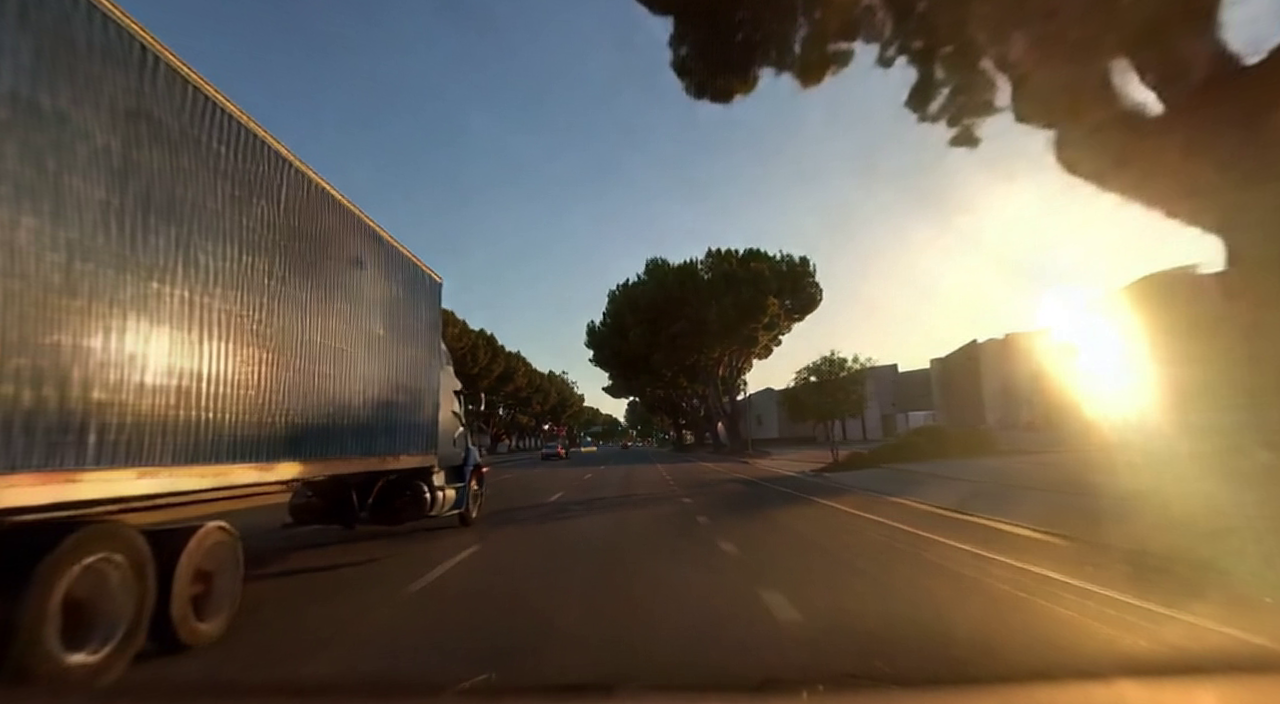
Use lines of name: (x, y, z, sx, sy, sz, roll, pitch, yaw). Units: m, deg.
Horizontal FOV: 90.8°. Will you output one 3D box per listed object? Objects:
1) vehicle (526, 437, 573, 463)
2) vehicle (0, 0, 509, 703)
vehicle: (-6.999, 7.691, 49.818, 2.743, 1.832, 7.257, 0, -8, 0)
vehicle: (-3.501, 0.318, 5.217, 2.910, 3.419, 8.376, 0, -8, 1)
